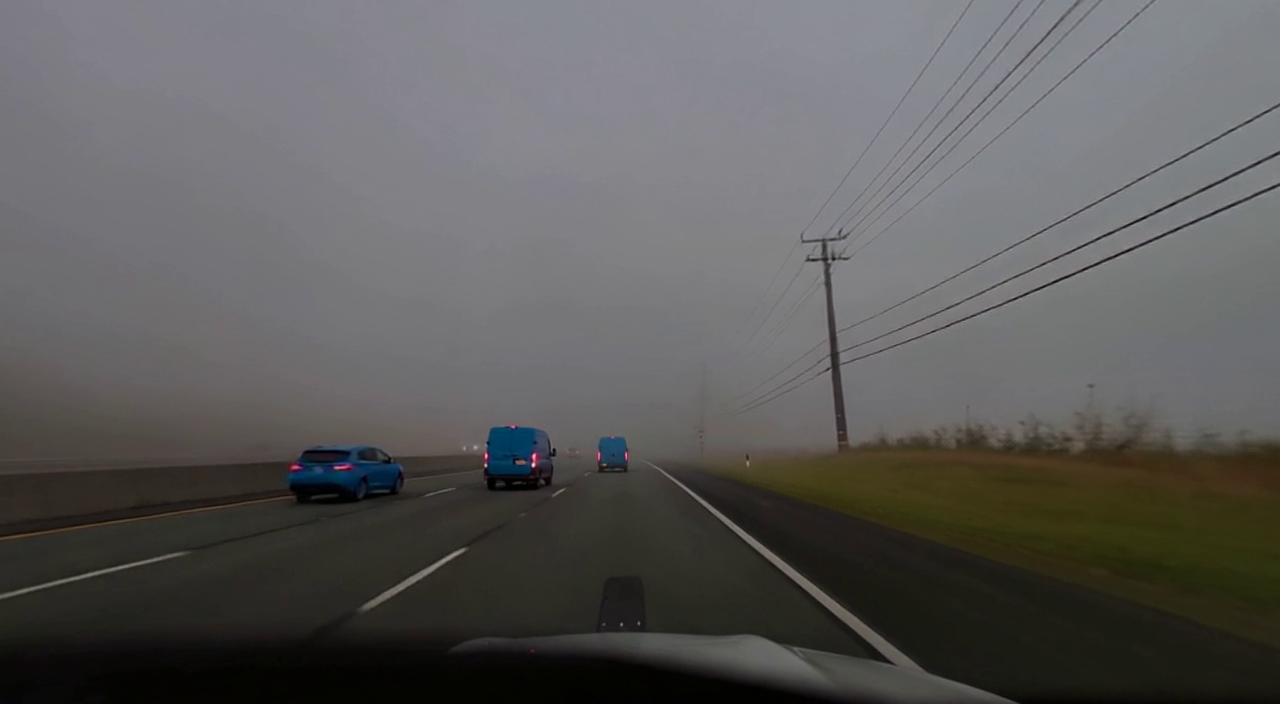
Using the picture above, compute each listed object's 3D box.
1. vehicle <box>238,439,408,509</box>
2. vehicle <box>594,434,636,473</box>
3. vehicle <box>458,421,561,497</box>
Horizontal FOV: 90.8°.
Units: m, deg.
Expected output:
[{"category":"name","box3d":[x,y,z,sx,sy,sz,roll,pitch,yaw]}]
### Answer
[{"category":"vehicle","box3d":[-7.926,3.079,16.432,1.975,1.540,4.759,0,-9,0]},{"category":"vehicle","box3d":[-1.352,5.760,35.881,2.197,2.011,5.130,0,-9,-1]},{"category":"vehicle","box3d":[-3.814,3.252,19.482,2.145,2.010,4.980,0,-9,0]}]
